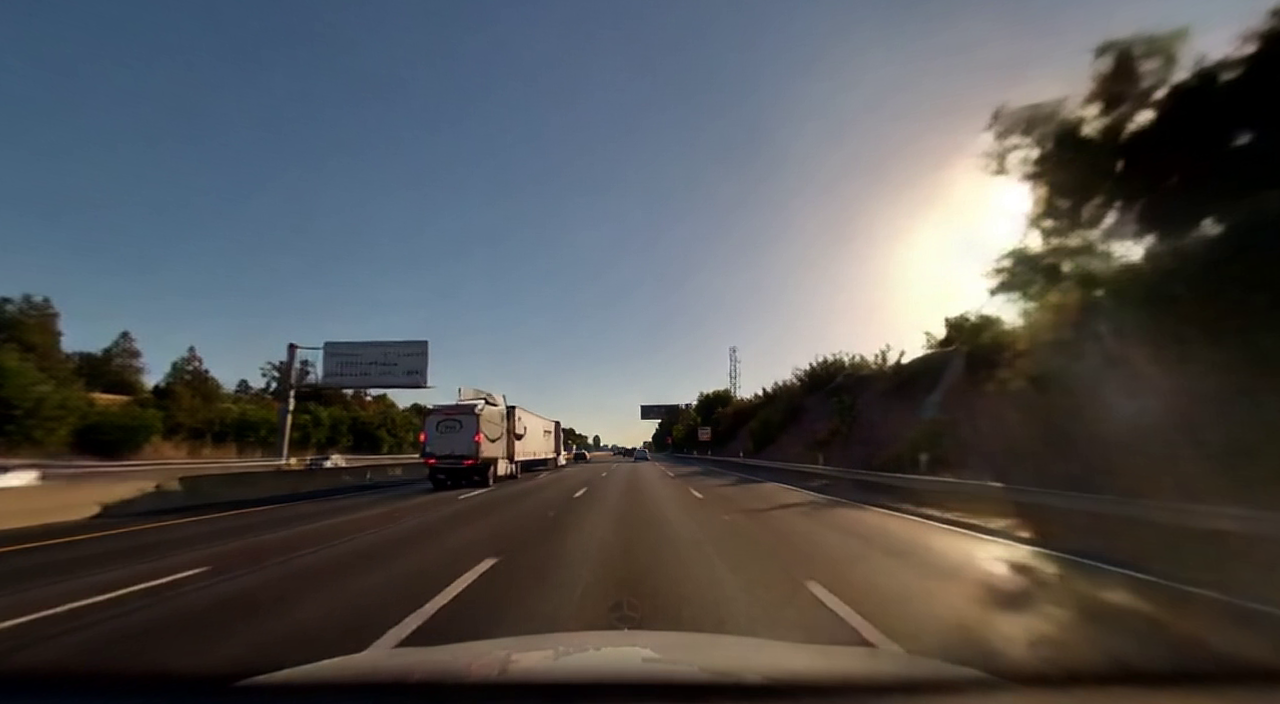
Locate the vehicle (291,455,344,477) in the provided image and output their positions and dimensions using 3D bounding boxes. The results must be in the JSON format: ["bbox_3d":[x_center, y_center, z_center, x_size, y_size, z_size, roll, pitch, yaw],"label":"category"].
[{"bbox_3d":[-22.924,8.119,45.020,1.747,1.426,3.723,0,-9,1],"label":"vehicle"}]
